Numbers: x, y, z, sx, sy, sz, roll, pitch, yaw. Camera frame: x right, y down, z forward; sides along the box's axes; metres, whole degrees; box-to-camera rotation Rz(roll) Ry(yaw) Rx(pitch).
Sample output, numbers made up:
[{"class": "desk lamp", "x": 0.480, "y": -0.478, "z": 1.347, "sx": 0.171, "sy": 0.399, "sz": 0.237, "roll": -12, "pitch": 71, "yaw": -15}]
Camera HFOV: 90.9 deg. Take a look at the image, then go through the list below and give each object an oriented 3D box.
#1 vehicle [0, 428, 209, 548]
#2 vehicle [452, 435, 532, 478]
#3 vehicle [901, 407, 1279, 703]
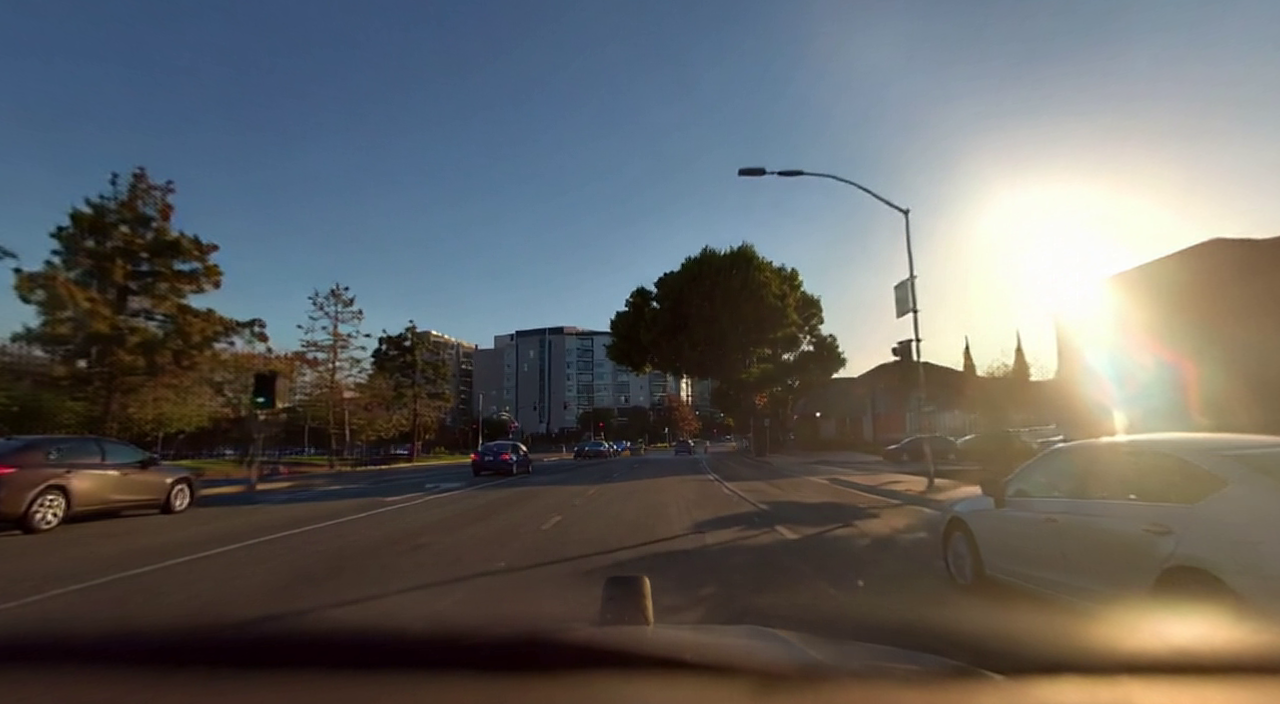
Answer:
[{"class": "vehicle", "x": -9.415, "y": 2.053, "z": 10.110, "sx": 1.951, "sy": 1.554, "sz": 4.444, "roll": 0, "pitch": -8, "yaw": -2}, {"class": "vehicle", "x": -5.999, "y": 4.308, "z": 26.169, "sx": 1.988, "sy": 1.597, "sz": 4.404, "roll": 0, "pitch": -8, "yaw": 4}, {"class": "vehicle", "x": 3.802, "y": 1.242, "z": 4.398, "sx": 2.003, "sy": 1.494, "sz": 4.705, "roll": 0, "pitch": -8, "yaw": 1}]
